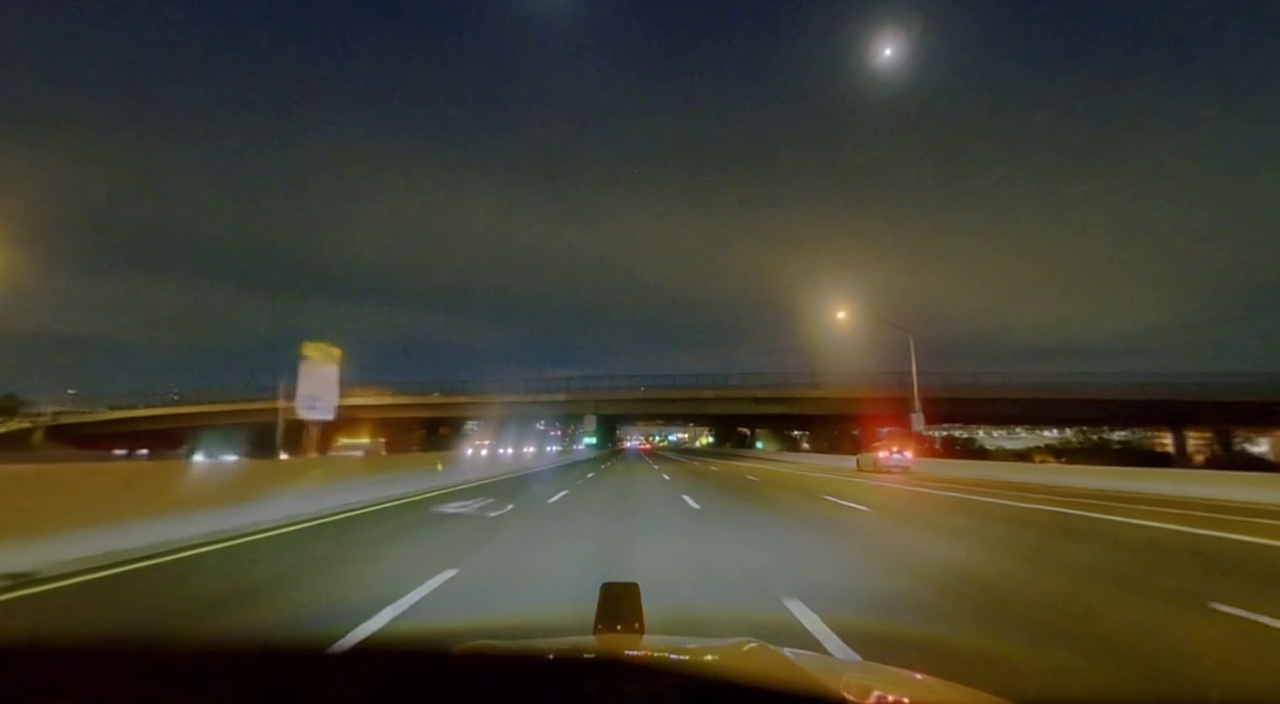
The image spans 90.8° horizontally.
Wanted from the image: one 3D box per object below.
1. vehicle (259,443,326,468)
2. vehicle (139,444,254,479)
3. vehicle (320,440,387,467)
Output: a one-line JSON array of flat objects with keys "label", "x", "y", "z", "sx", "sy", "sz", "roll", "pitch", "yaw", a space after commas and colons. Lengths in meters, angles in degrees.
[{"label": "vehicle", "x": -24.213, "y": 7.217, "z": 44.238, "sx": 1.968, "sy": 1.630, "sz": 4.757, "roll": 0, "pitch": -9, "yaw": -1}, {"label": "vehicle", "x": -20.763, "y": 5.132, "z": 29.875, "sx": 2.003, "sy": 1.495, "sz": 4.720, "roll": 0, "pitch": -9, "yaw": 0}, {"label": "vehicle", "x": -17.516, "y": 6.240, "z": 38.904, "sx": 1.919, "sy": 1.579, "sz": 4.704, "roll": 0, "pitch": -9, "yaw": 0}]
